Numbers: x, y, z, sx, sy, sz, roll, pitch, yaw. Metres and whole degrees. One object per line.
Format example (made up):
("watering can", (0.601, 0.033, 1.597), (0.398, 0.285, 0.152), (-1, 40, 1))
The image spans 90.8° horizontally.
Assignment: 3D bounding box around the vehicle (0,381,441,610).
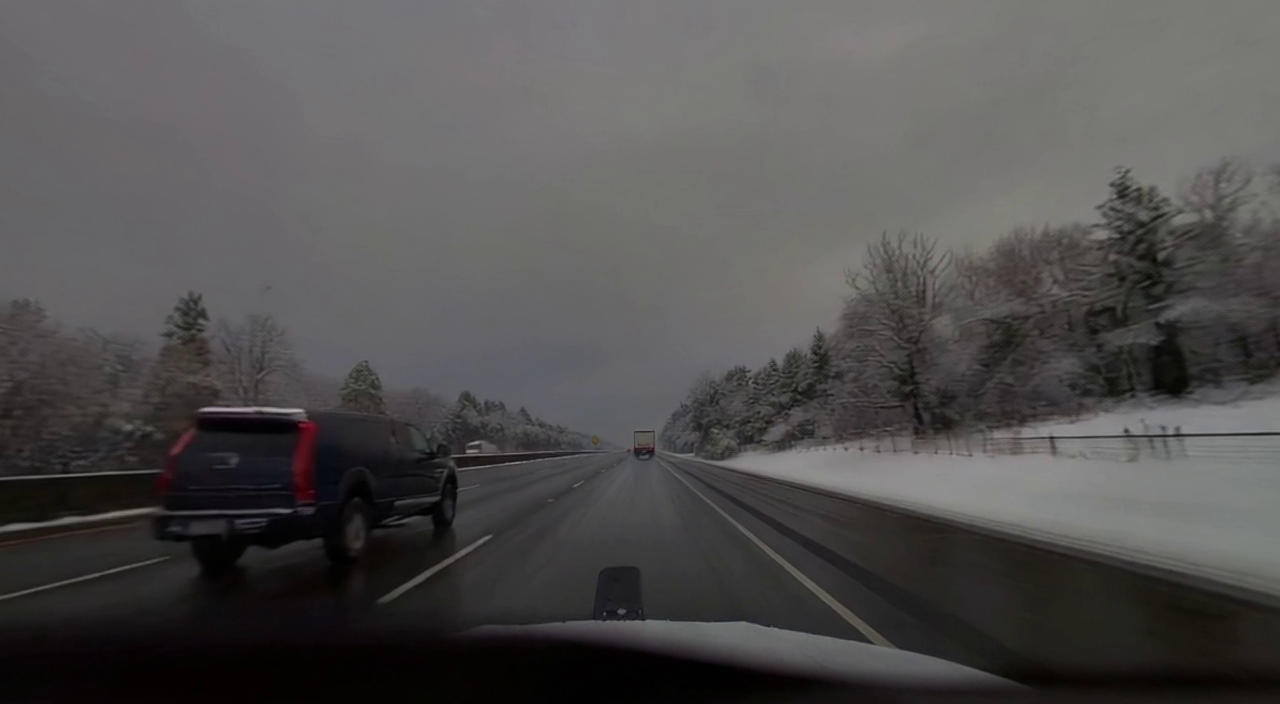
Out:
("vehicle", (-3.961, 1.385, 6.834), (2.216, 1.678, 4.204), (0, -9, 0))
